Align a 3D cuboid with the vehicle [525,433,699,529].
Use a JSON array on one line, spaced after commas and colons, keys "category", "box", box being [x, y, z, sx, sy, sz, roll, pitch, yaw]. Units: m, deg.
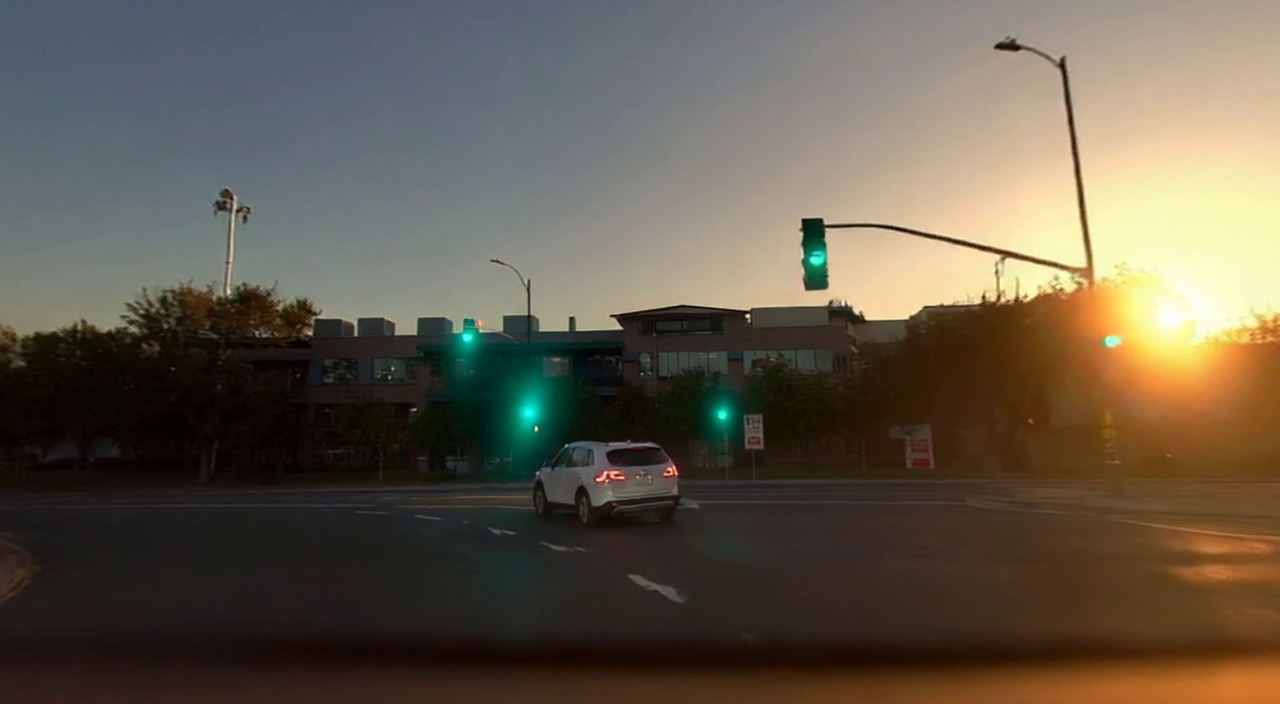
[{"category": "vehicle", "box": [-0.776, 2.570, 13.289, 1.938, 1.648, 4.211, 4, -9, -29]}]
